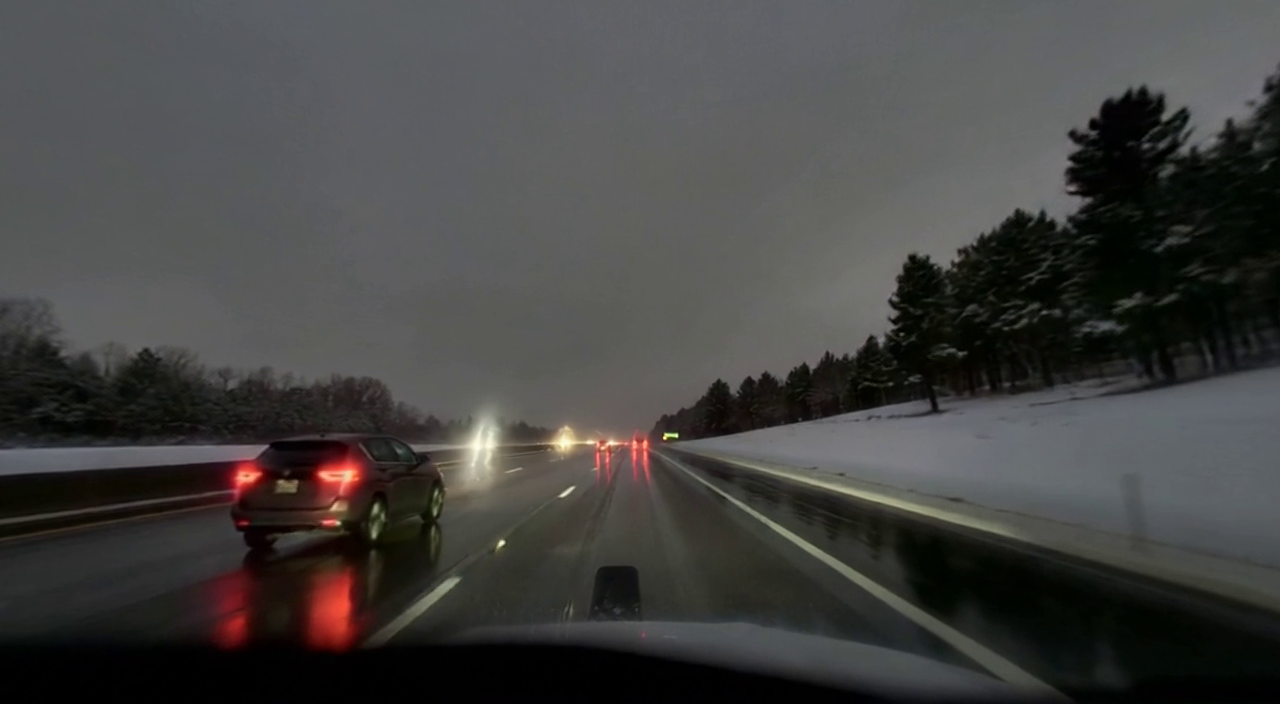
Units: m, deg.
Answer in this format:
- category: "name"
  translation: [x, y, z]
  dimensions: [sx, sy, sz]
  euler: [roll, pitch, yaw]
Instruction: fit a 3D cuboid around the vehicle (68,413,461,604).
- category: "vehicle"
  translation: [-3.781, 1.609, 7.512]
  dimensions: [2.039, 1.589, 4.324]
  euler: [0, -8, 0]
